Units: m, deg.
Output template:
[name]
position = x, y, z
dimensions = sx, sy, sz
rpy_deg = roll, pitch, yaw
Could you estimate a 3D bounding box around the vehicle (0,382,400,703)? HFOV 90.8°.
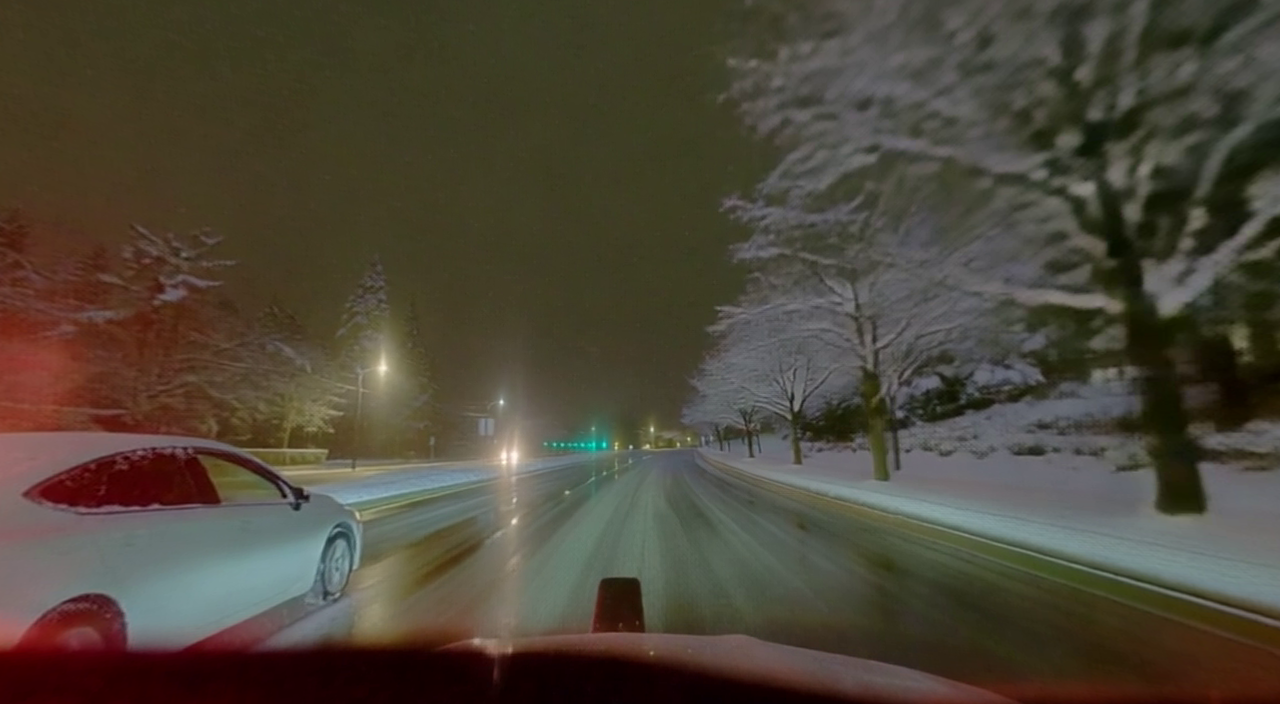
[vehicle]
position = -3.249, 1.097, 3.767
dimensions = 1.915, 1.521, 4.283
rpy_deg = 0, -8, 0
